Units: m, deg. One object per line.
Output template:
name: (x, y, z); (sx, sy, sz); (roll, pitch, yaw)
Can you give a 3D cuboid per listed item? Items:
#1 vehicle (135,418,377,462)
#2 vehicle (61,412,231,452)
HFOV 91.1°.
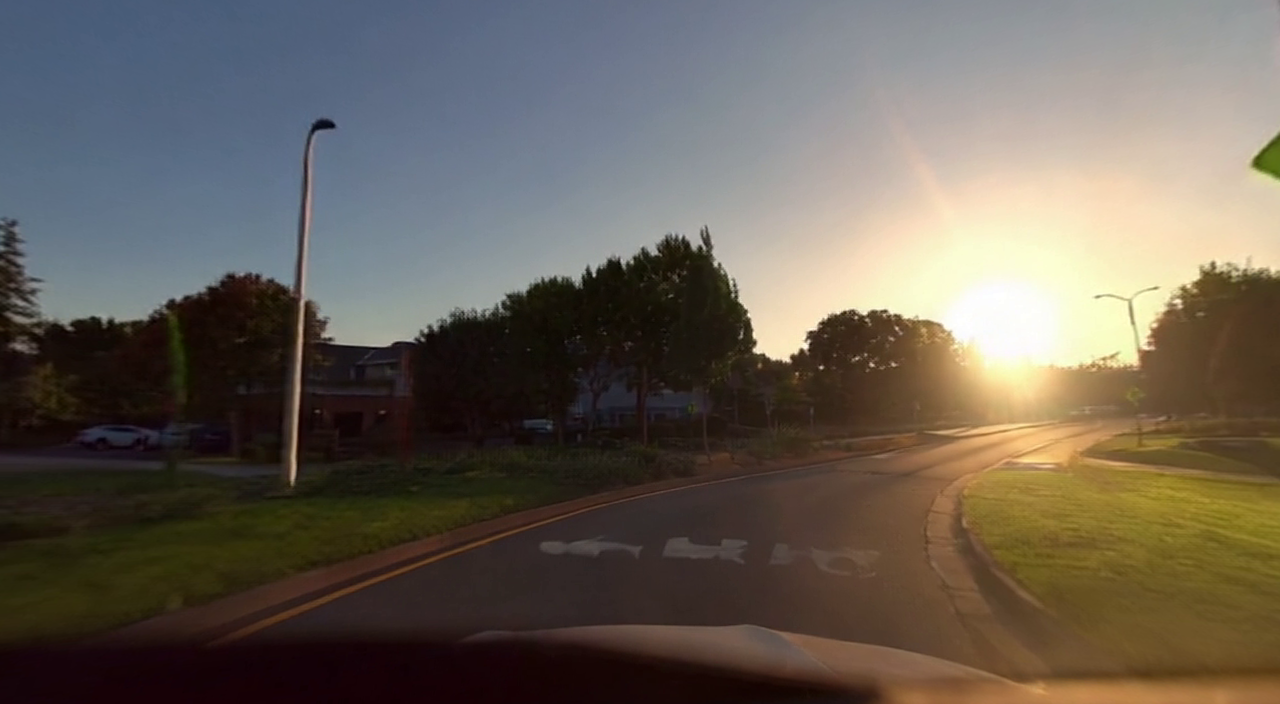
vehicle: (-23.477, 5.595, 39.815); (2.837, 2.354, 12.960); (-6, -10, 35)
vehicle: (-38.546, 6.287, 49.567); (3.331, 2.799, 9.802); (-3, -7, 29)
